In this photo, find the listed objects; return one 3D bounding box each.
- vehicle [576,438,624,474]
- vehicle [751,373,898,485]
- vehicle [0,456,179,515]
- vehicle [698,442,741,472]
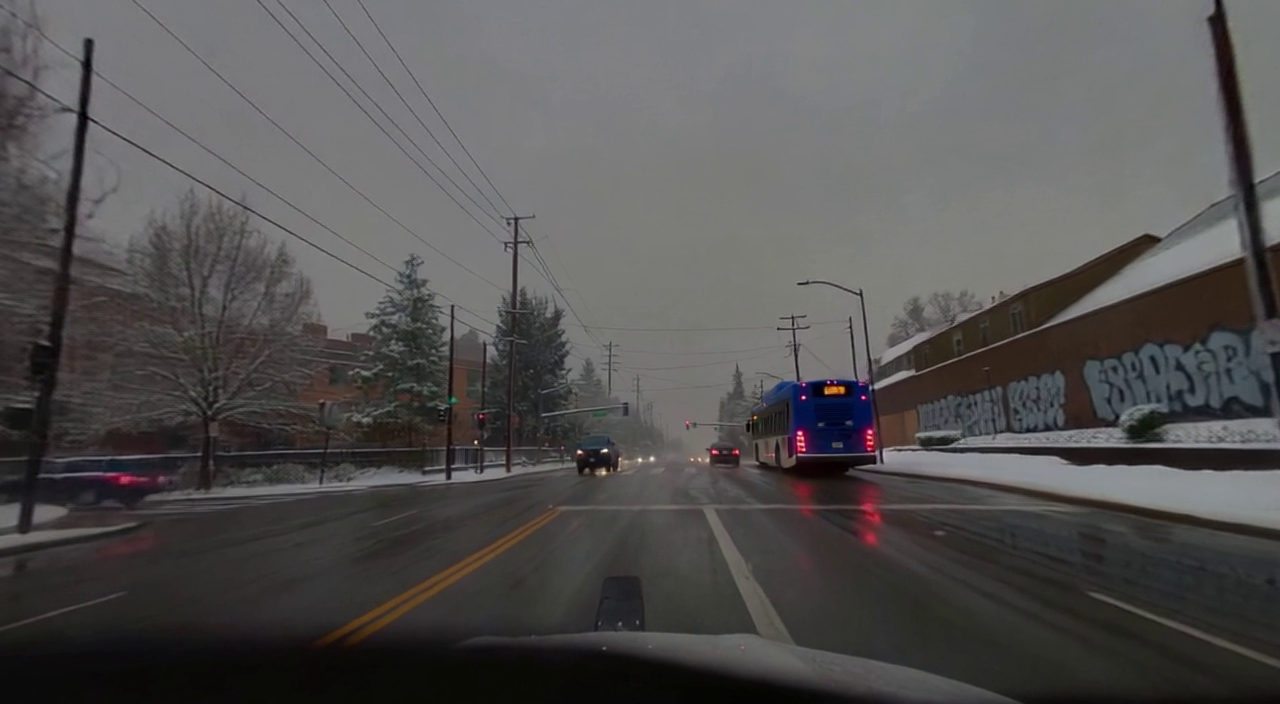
[{"bbox_3d":[-2.082,5.610,34.180,2.015,1.818,4.061,-1,-9,5],"label":"vehicle"},{"bbox_3d":[6.831,3.314,25.970,3.045,3.447,12.604,-1,-9,4],"label":"vehicle"},{"bbox_3d":[-16.385,3.825,18.281,4.420,1.544,2.018,0,-9,-2],"label":"vehicle"},{"bbox_3d":[4.269,5.677,34.342,1.961,1.470,4.196,-1,-8,3],"label":"vehicle"}]
